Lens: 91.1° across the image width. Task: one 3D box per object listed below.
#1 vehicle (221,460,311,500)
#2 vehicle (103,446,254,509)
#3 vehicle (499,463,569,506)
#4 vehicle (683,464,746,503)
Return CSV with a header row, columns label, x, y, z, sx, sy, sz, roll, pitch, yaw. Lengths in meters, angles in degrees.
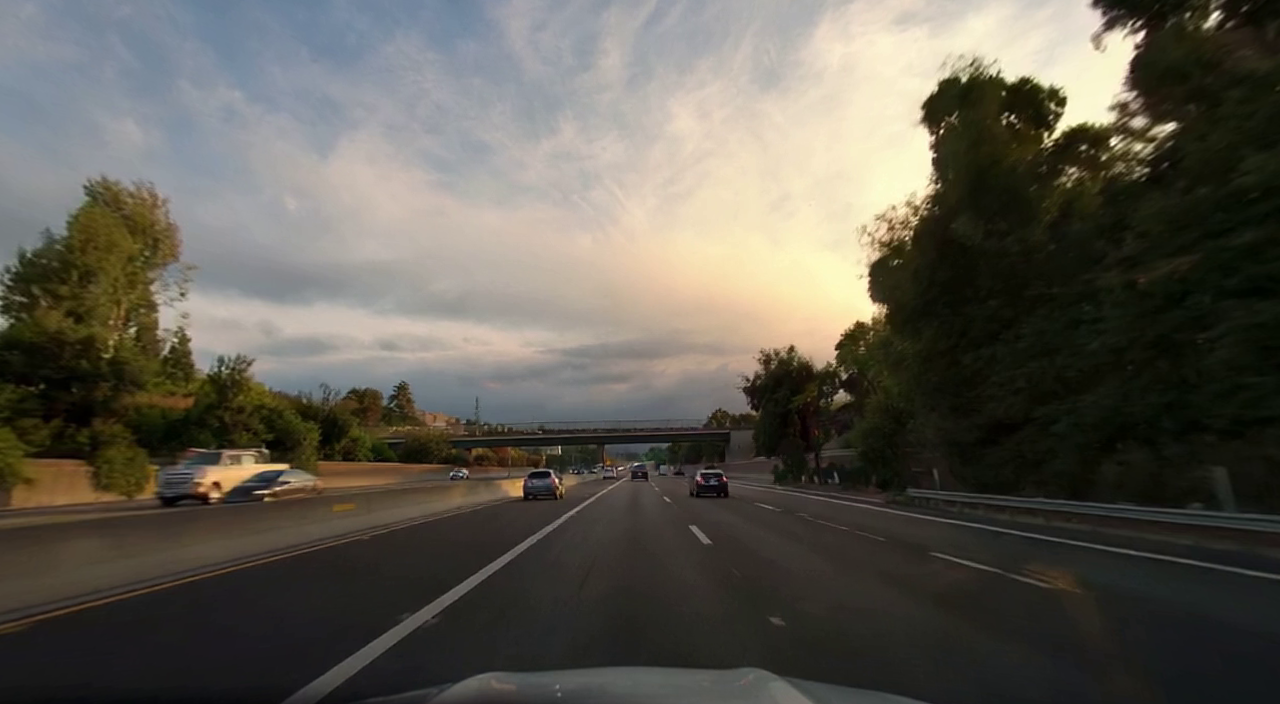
label,x,y,z,sx,sy,sz,roll,pitch,yaw
vehicle,-20.642,7.073,34.898,2.255,2.062,4.298,1,-10,-1
vehicle,-20.566,5.641,28.481,2.319,2.493,5.837,1,-10,0
vehicle,-4.018,5.090,24.399,1.975,1.486,3.903,0,-10,1
vehicle,3.130,5.679,27.422,2.092,1.518,4.348,1,-10,-2
